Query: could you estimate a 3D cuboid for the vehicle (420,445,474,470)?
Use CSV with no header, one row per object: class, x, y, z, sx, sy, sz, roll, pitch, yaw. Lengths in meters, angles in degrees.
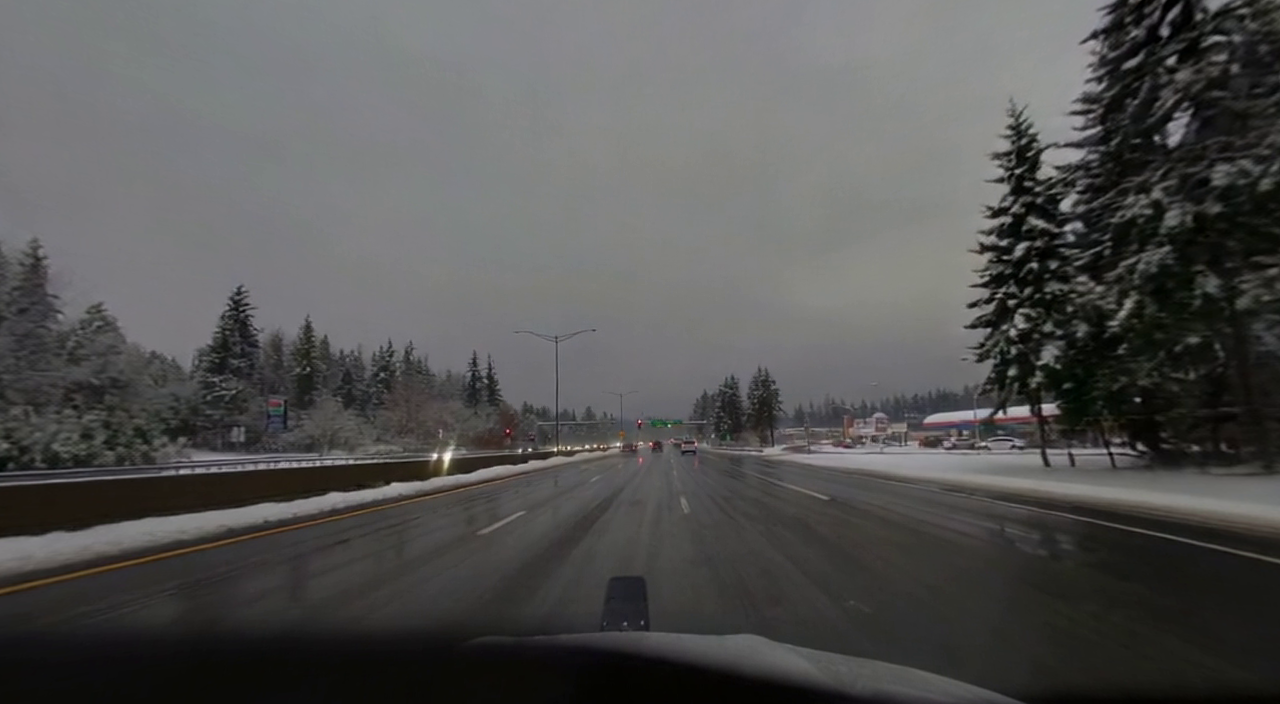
vehicle,-12.996,7.117,42.700,1.927,1.526,4.245,-1,-9,5
